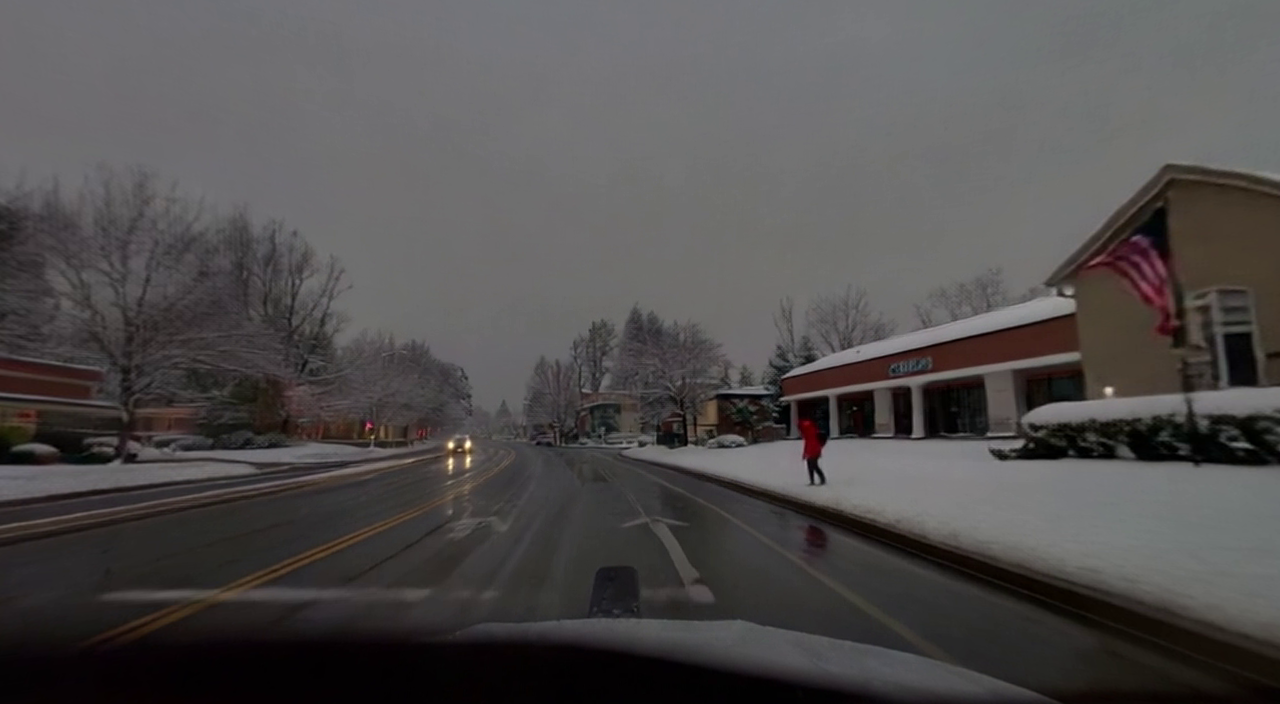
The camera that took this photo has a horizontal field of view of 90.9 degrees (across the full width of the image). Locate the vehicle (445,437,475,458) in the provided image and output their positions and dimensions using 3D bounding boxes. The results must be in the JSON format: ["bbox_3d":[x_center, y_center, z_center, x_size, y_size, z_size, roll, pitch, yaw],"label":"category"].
[{"bbox_3d":[-13.840,7.331,48.603,1.912,1.500,3.772,1,-8,-12],"label":"vehicle"}]
